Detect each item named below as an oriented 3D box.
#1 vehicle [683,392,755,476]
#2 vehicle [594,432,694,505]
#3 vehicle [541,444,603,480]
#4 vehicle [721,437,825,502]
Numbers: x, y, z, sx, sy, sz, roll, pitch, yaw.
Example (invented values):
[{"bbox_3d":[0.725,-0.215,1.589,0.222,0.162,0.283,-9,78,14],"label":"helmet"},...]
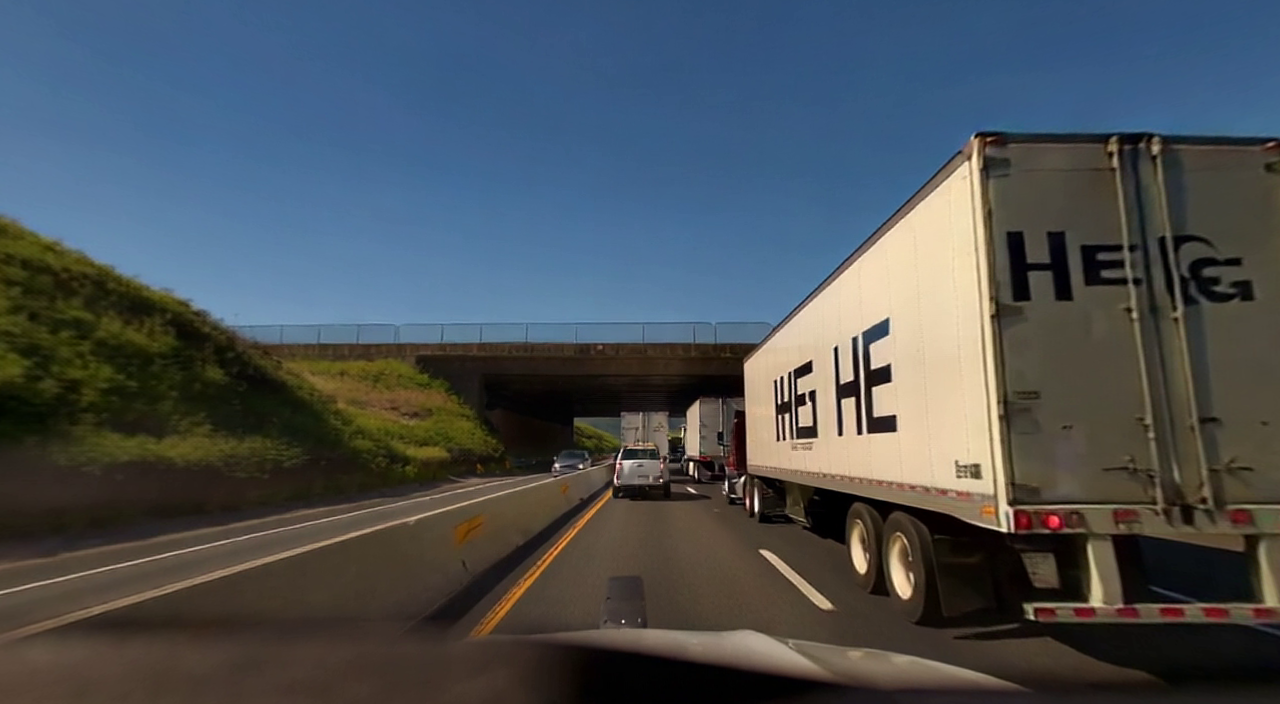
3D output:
[{"bbox_3d":[4.002,4.440,33.588,2.948,3.974,6.480,-1,-9,0],"label":"vehicle"},{"bbox_3d":[0.144,2.964,16.401,2.256,1.615,4.114,-1,-9,2],"label":"vehicle"},{"bbox_3d":[-2.984,4.945,28.580,2.091,1.489,4.397,-1,-9,3],"label":"vehicle"},{"bbox_3d":[3.448,3.141,17.190,1.972,1.505,3.946,-1,-9,0],"label":"vehicle"}]
